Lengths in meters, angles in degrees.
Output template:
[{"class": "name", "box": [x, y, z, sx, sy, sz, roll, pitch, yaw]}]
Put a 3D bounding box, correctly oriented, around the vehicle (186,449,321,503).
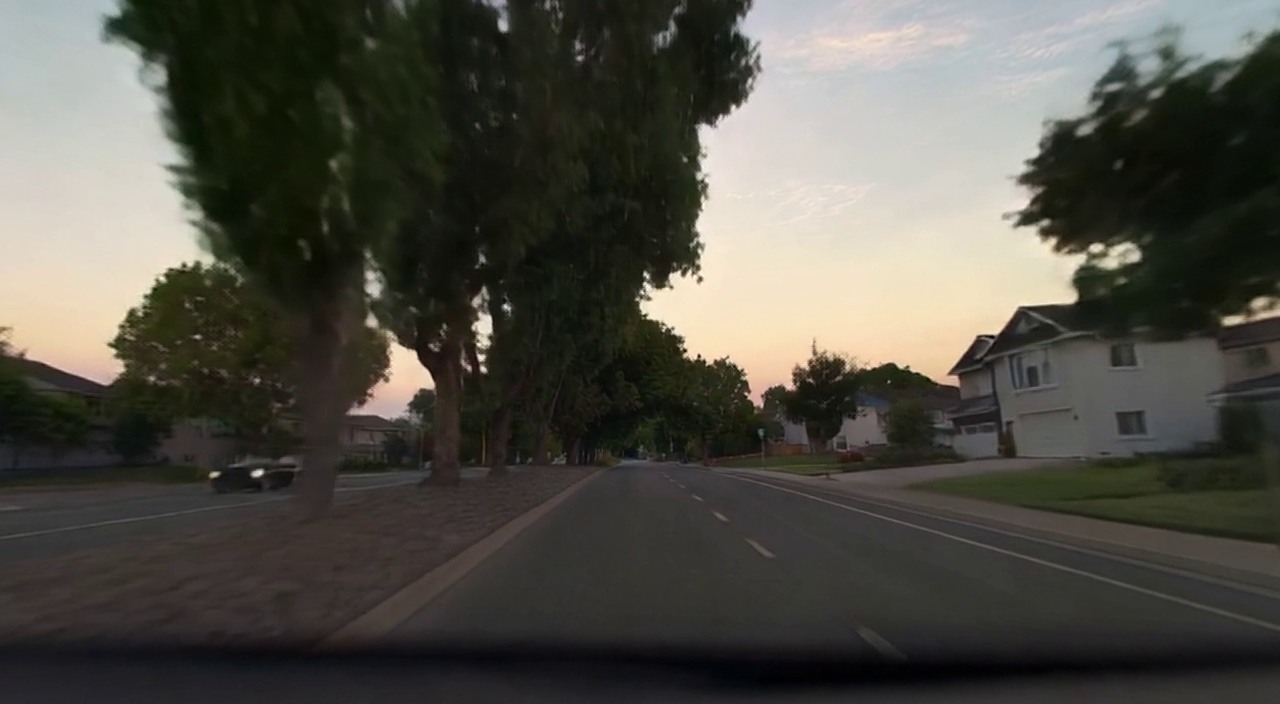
[{"class": "vehicle", "box": [-12.427, 4.016, 20.758, 2.068, 1.502, 4.643, 0, -10, -8]}]
